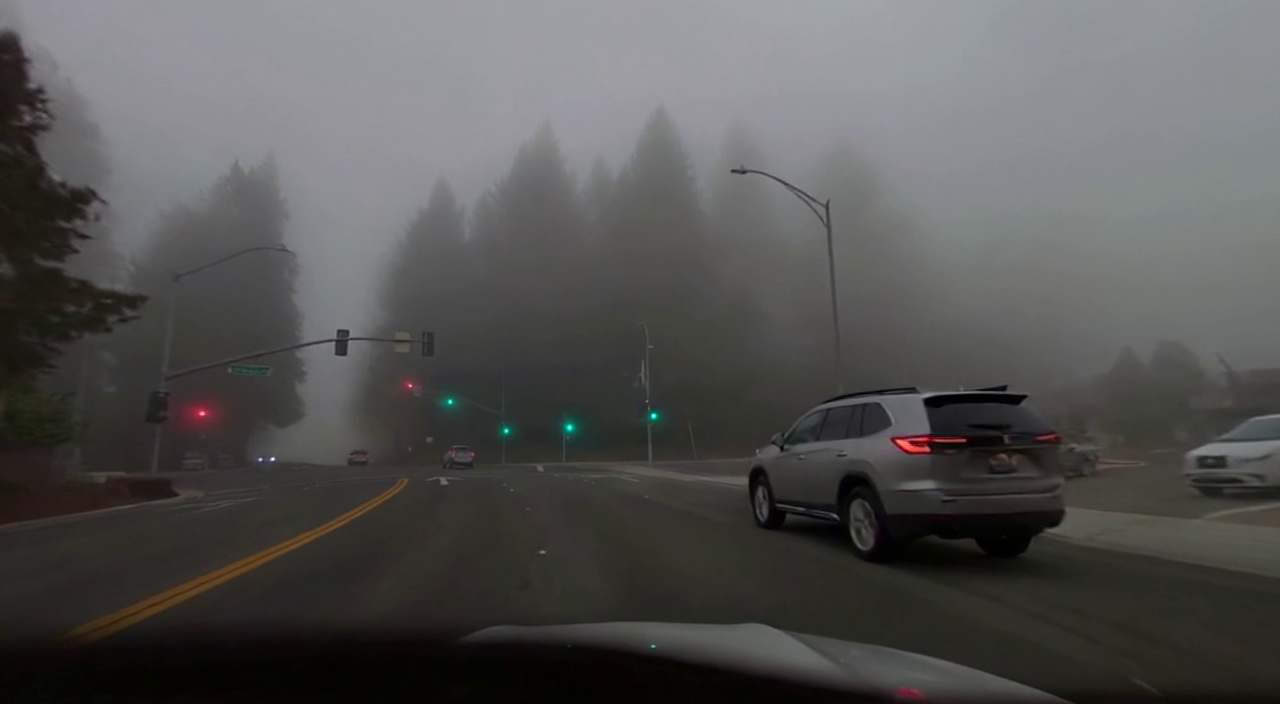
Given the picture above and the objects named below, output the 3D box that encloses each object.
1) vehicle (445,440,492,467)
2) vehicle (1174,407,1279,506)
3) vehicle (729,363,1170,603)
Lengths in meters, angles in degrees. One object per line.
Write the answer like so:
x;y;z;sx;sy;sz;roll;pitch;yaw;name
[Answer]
-11.551;6.778;42.245;2.138;1.729;4.178;4;-10;-27;vehicle
13.385;1.907;12.096;4.656;1.710;1.950;-1;-9;-7;vehicle
3.201;1.542;8.431;2.338;2.063;5.592;1;-9;-10;vehicle
